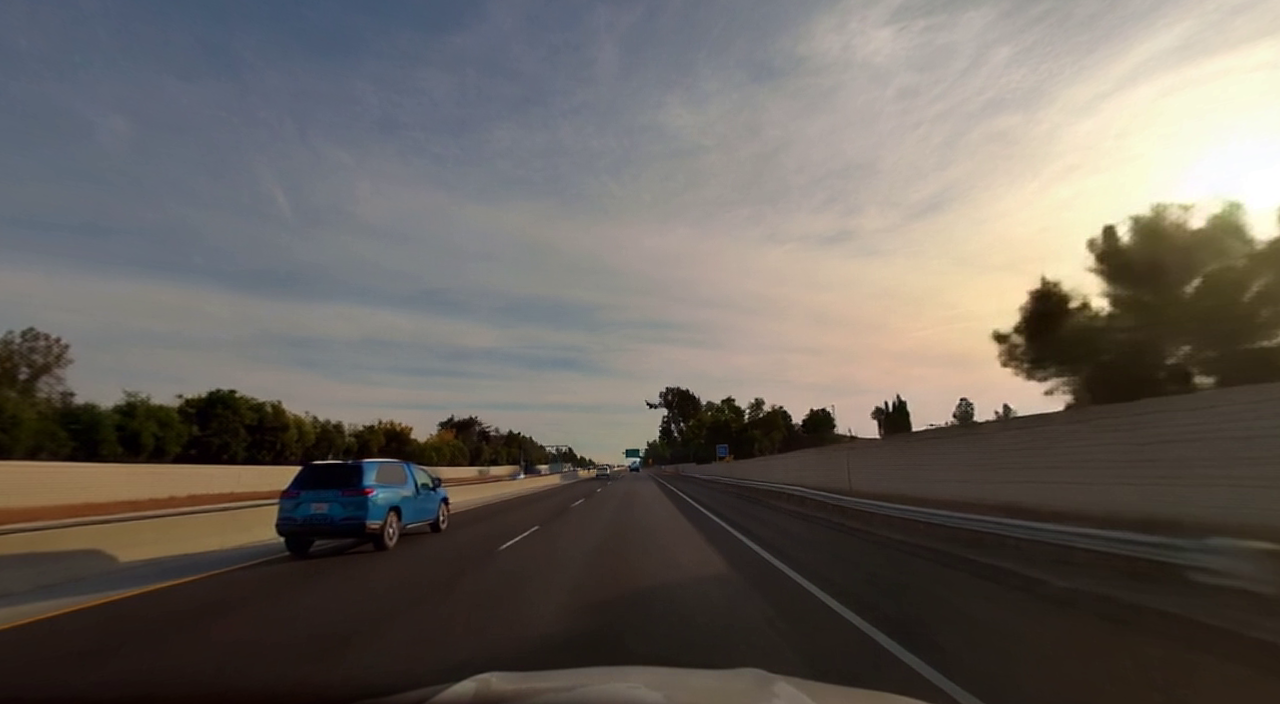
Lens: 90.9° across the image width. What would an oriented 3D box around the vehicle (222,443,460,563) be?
[{"bbox_3d":[-4.506,2.358,10.330,1.914,1.534,4.015,1,-10,0],"label":"vehicle"}]
